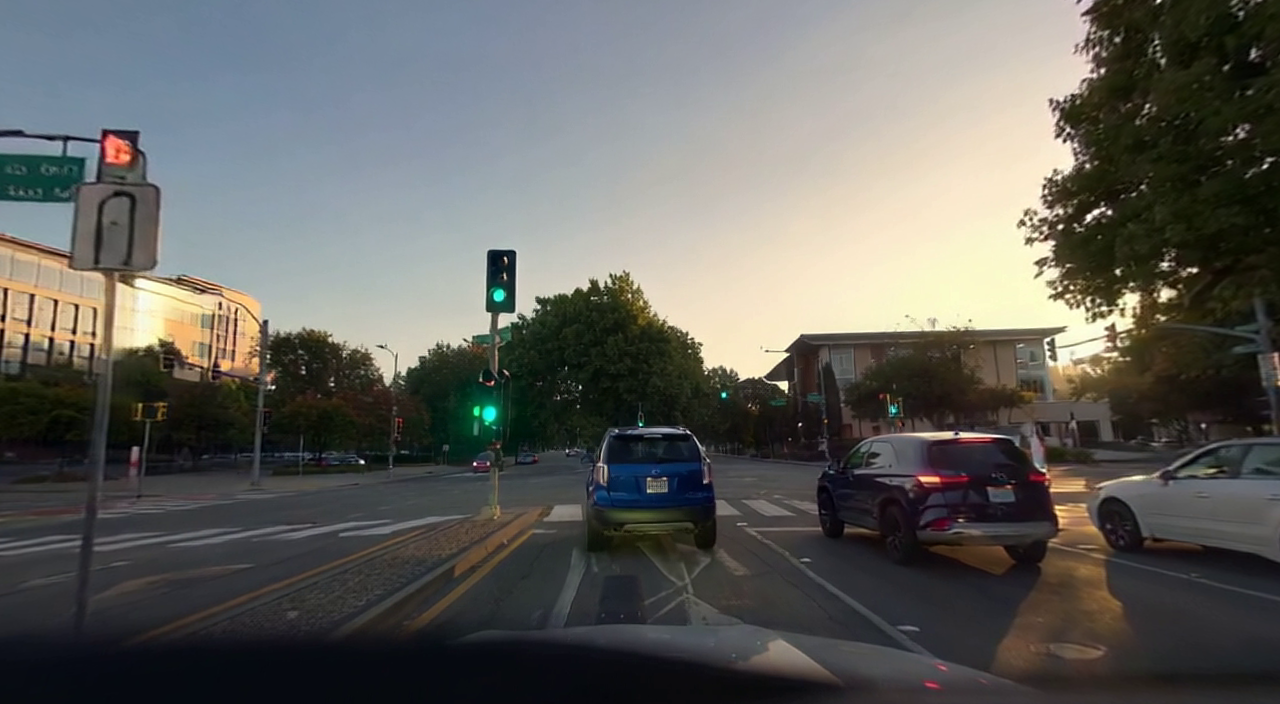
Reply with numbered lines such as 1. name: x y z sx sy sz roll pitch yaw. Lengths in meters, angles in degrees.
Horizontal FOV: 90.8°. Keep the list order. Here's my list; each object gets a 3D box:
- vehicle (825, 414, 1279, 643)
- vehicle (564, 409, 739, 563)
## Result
1. vehicle: 3.615 1.555 6.674 1.899 1.572 4.425 0 -8 -1
2. vehicle: 0.064 1.894 9.628 2.085 1.807 4.038 0 -8 -2
